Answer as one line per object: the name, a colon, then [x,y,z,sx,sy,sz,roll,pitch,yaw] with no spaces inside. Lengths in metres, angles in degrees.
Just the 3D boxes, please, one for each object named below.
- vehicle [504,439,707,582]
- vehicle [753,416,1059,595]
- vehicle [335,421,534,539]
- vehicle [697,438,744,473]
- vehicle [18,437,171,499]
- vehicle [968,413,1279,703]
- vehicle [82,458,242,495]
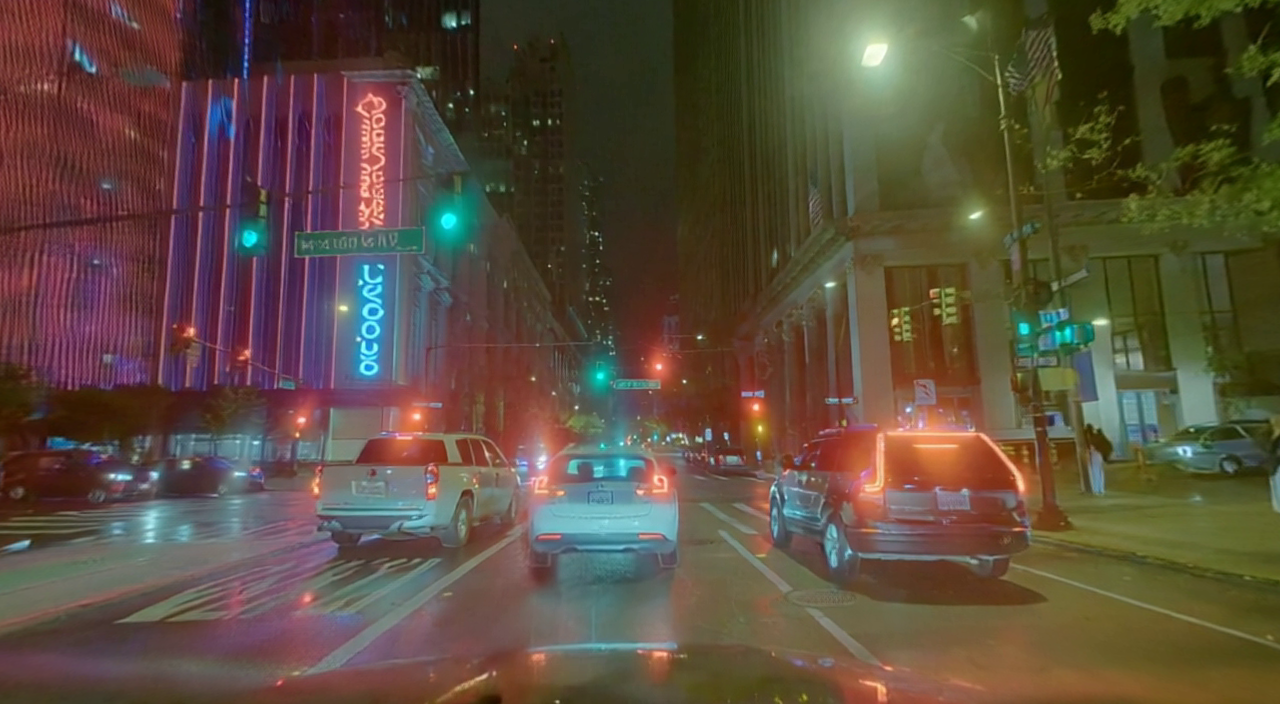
vehicle: [-0.387,1.945,8.665,2.092,1.454,4.132,0,-8,-1]
vehicle: [3.038,1.853,8.632,2.072,1.735,4.759,0,-8,0]
vehicle: [-3.693,2.416,12.688,2.190,1.840,5.272,0,-8,0]
vehicle: [5.652,7.336,45.045,2.420,2.300,5.313,0,-8,-3]
vehicle: [-30.882,6.521,35.945,5.896,3.276,2.809,1,-8,0]
vehicle: [2.744,0.811,1.127,1.902,1.454,4.540,0,-8,0]
vehicle: [-20.127,5.231,26.758,5.153,1.449,1.966,0,-8,1]
